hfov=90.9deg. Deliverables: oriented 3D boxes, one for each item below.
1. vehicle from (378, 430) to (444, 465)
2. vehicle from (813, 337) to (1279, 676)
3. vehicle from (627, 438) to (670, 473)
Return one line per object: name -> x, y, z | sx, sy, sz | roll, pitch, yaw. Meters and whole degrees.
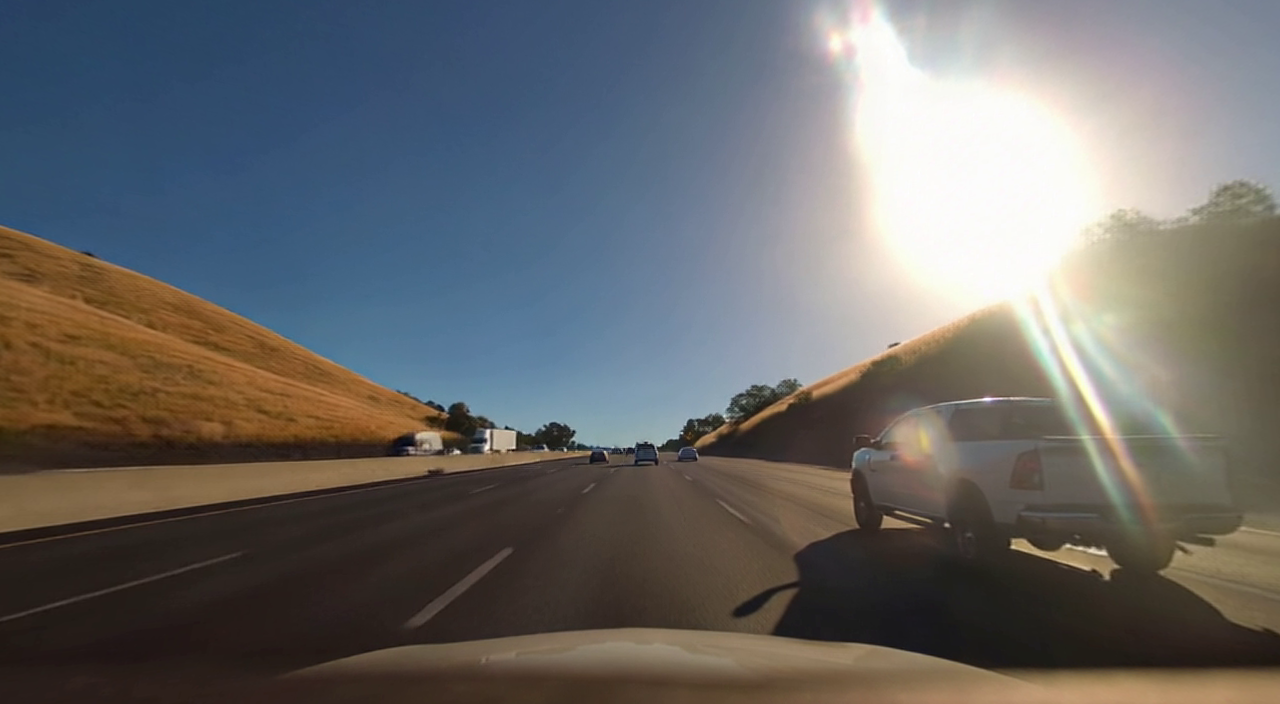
vehicle -> -15.896, 6.685, 44.188 | 2.233, 2.227, 6.034 | 0, -8, 2
vehicle -> 4.047, 1.311, 6.682 | 2.700, 1.980, 5.866 | 0, -8, -1
vehicle -> 0.408, 5.421, 33.305 | 2.086, 1.685, 4.206 | 0, -8, 0
